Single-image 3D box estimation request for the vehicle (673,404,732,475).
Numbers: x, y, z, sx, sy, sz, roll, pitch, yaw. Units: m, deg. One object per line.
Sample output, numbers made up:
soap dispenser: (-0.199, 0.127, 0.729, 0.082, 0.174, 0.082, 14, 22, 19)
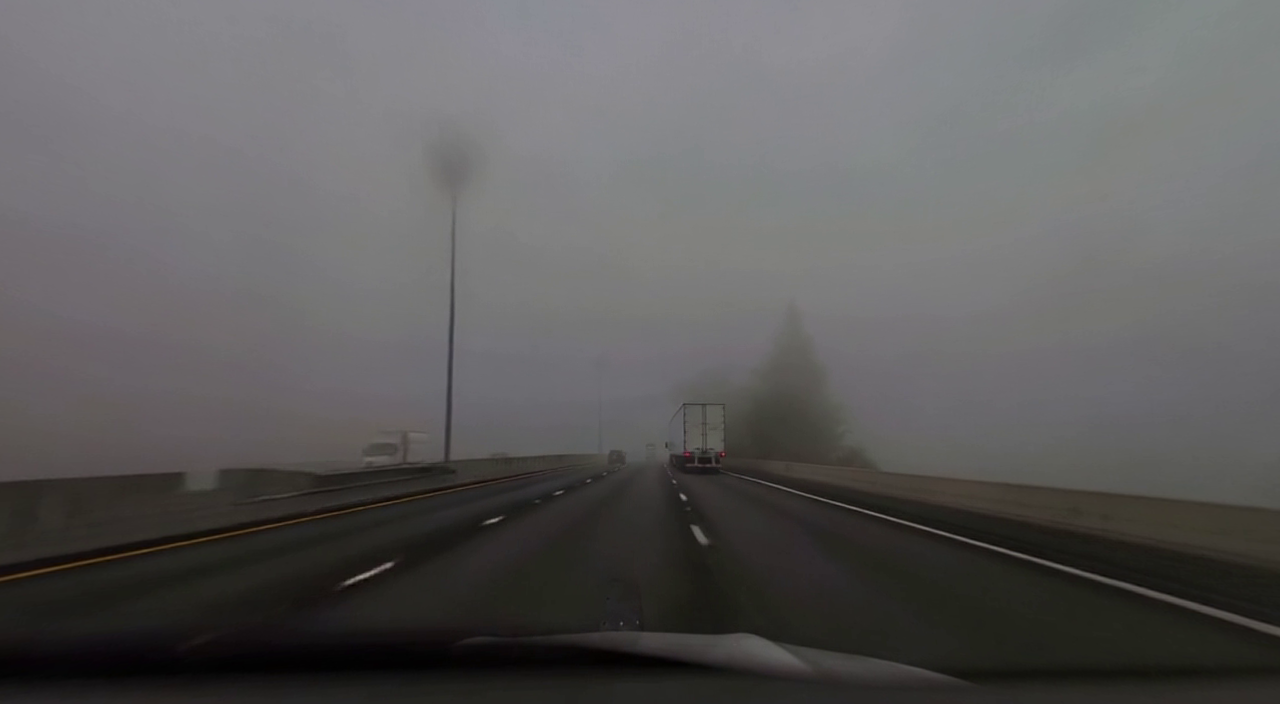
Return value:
vehicle: (3.953, 6.192, 43.531, 2.901, 4.032, 14.338, 0, -9, 1)
